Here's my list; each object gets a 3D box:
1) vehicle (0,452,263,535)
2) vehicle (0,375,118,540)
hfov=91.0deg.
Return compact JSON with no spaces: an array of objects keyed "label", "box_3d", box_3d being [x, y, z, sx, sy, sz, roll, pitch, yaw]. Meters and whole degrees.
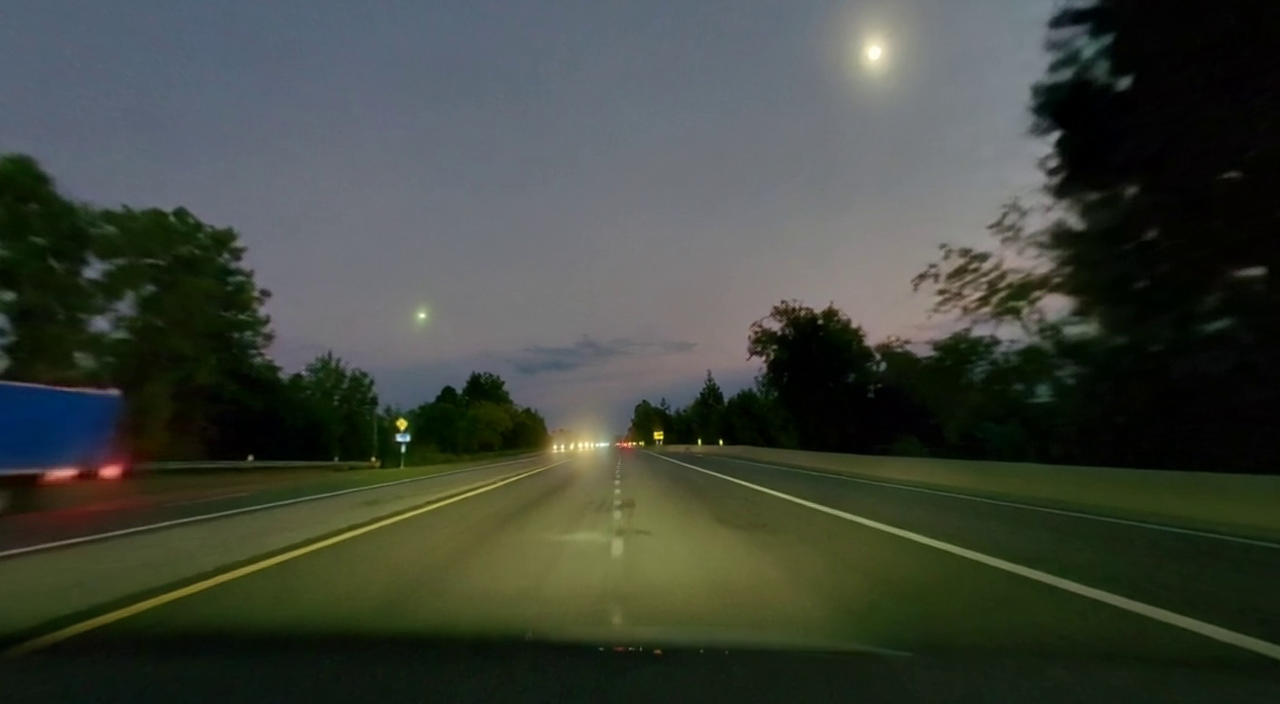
[{"label":"vehicle","box_3d":[-15.459,3.919,18.836,2.738,1.680,9.650,0,-8,-2]},{"label":"vehicle","box_3d":[-15.262,1.984,11.545,2.767,3.576,10.408,0,-8,-2]}]
